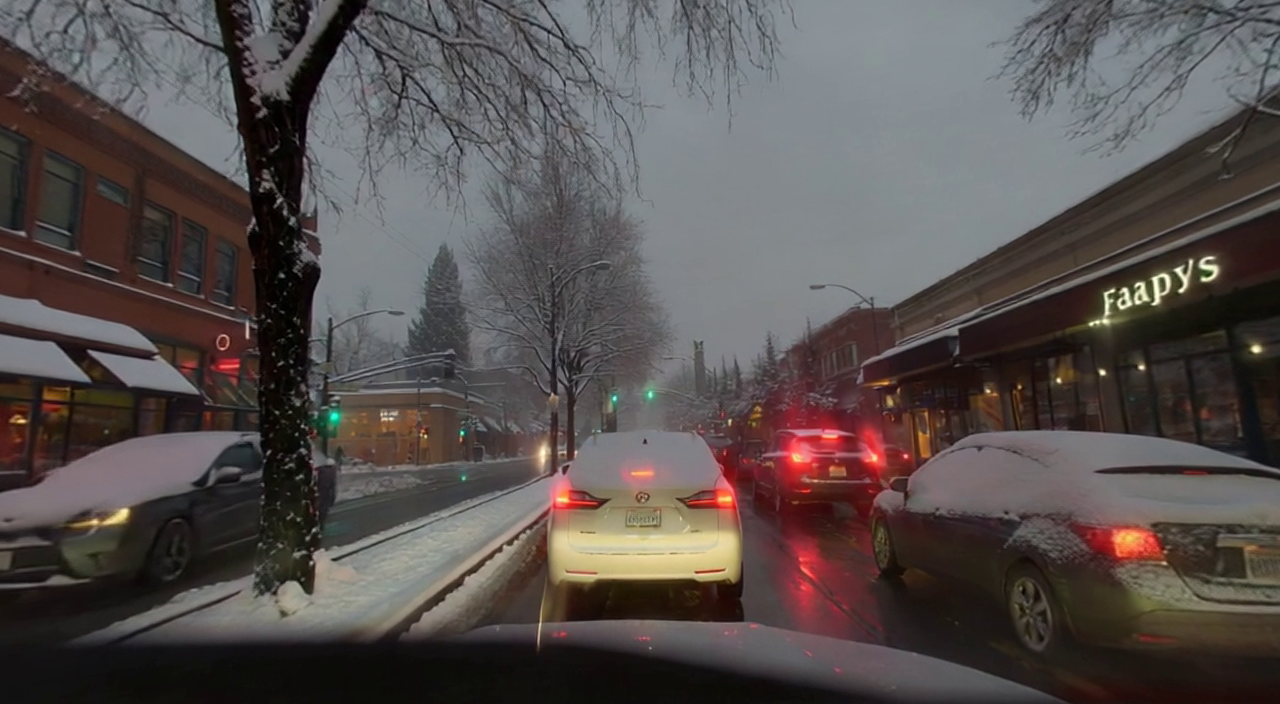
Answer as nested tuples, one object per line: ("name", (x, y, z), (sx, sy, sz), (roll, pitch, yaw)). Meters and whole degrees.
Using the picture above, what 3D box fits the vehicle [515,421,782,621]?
("vehicle", (0.057, 1.544, 6.614), (2.006, 1.487, 3.535), (0, -9, 0))

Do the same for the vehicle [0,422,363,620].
("vehicle", (-5.227, 1.691, 7.392), (1.898, 1.542, 4.689), (0, -9, -1))

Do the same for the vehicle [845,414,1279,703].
("vehicle", (3.394, 1.369, 5.305), (1.988, 1.480, 4.195), (0, -9, 1))
